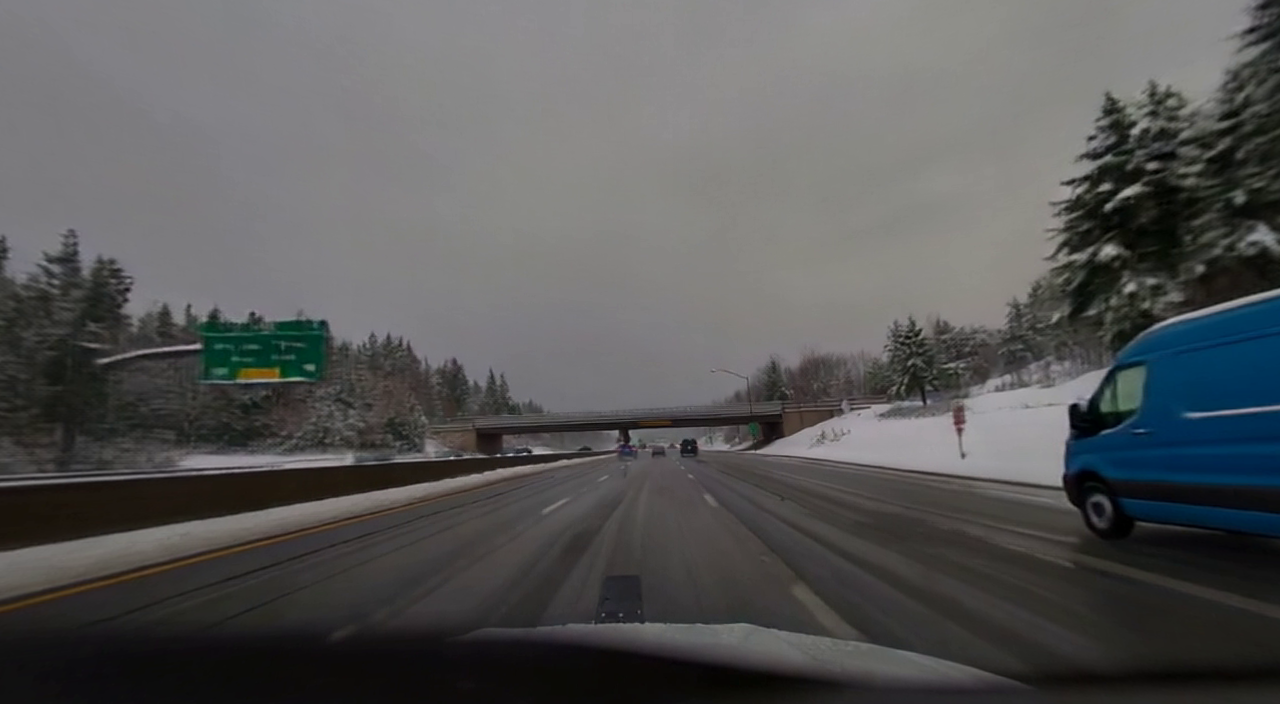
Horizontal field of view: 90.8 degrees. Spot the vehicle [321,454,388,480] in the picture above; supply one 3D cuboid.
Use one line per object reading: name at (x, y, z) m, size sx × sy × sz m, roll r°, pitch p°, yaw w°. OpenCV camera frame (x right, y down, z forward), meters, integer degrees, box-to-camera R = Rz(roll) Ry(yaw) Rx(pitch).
vehicle at (-18.978, 7.644, 42.299) m, size 1.861 × 1.592 × 5.157 m, roll -1°, pitch -8°, yaw 3°
